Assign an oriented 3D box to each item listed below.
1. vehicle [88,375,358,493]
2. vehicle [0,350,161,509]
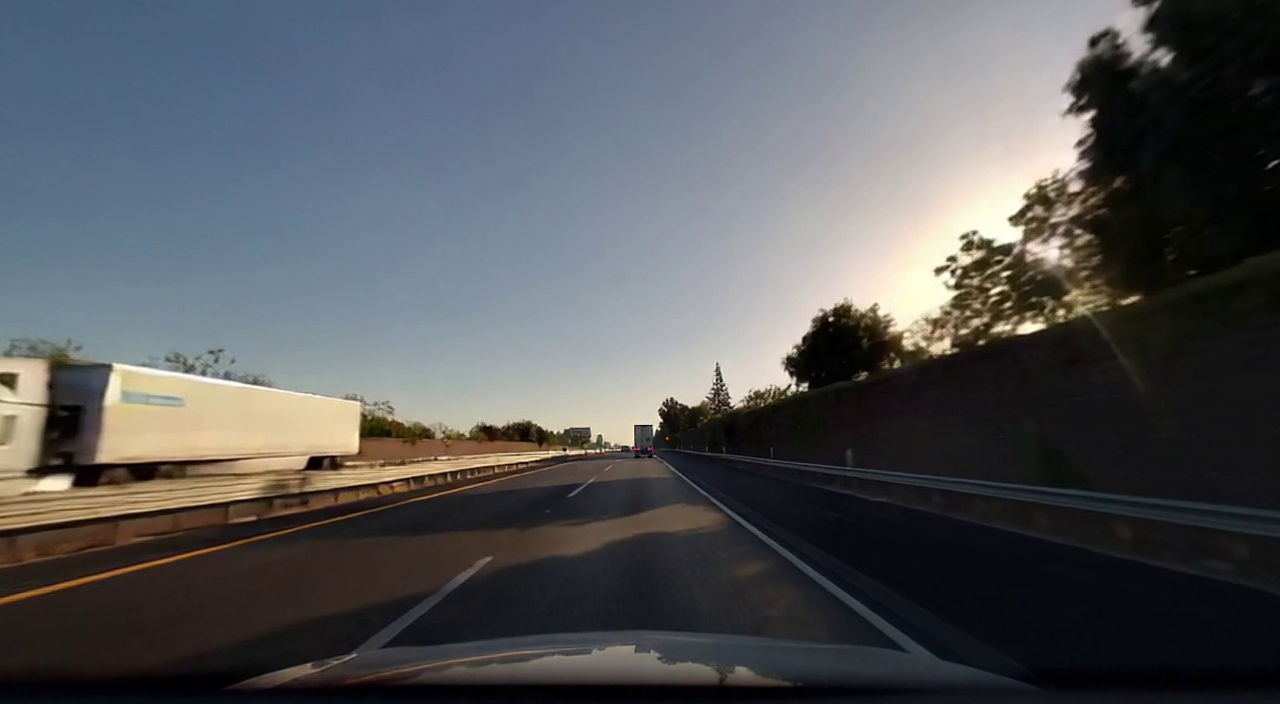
[{"bbox_3d":[-17.479,3.858,28.786,2.840,4.054,14.000,0,-9,0],"label":"vehicle"},{"bbox_3d":[-17.457,1.918,15.668,2.964,3.929,10.326,0,-9,0],"label":"vehicle"}]
